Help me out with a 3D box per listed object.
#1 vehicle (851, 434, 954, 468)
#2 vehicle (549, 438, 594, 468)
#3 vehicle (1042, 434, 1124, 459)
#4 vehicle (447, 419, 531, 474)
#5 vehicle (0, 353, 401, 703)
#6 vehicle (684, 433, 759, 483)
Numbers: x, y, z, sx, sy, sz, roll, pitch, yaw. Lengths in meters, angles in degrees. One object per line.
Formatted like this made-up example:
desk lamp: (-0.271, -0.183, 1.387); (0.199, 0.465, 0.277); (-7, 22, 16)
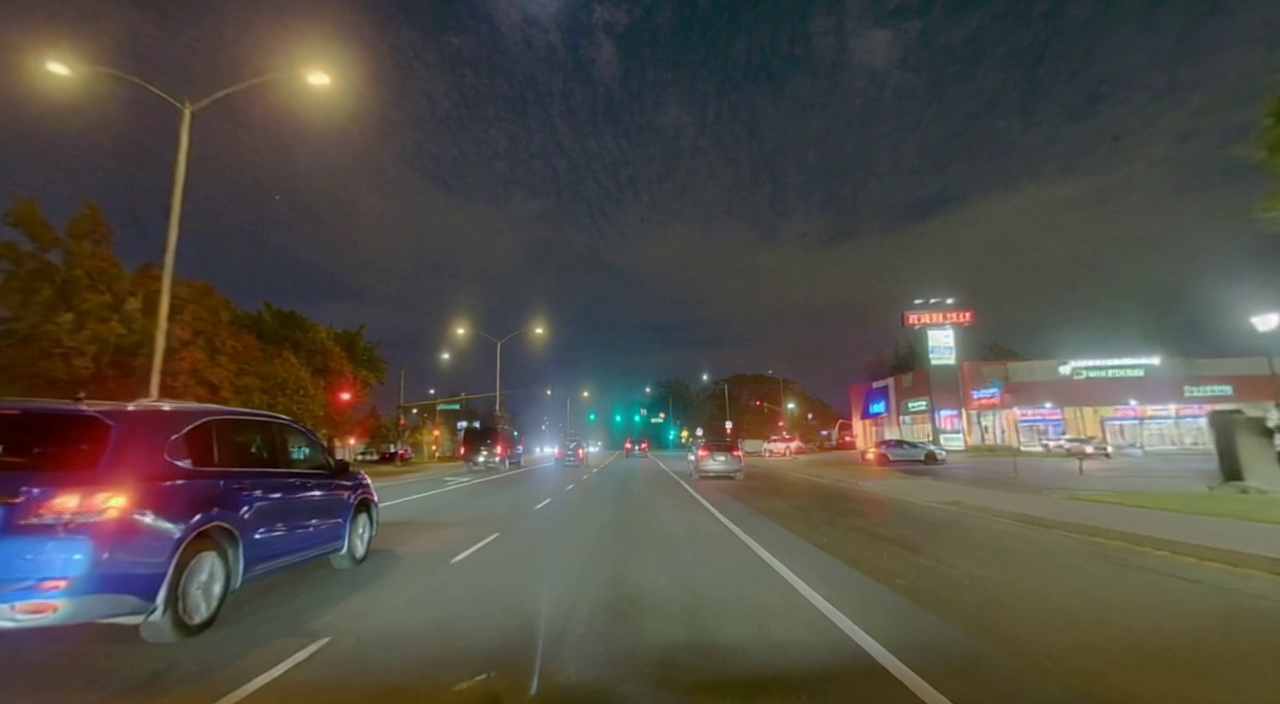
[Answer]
vehicle: (14.414, 5.466, 34.779); (4.626, 1.562, 2.159); (-2, -9, -2)
vehicle: (-4.050, 6.102, 38.087); (2.133, 1.677, 4.727); (0, -9, 1)
vehicle: (27.739, 5.968, 39.645); (1.768, 1.460, 4.677); (0, -9, 0)
vehicle: (-7.688, 4.936, 32.961); (2.863, 2.592, 6.410); (0, -9, -1)
vehicle: (-3.846, 1.191, 5.235); (2.038, 1.748, 4.303); (0, -9, -1)
vehicle: (3.121, 4.193, 25.146); (2.167, 1.792, 4.835); (0, -9, -2)
